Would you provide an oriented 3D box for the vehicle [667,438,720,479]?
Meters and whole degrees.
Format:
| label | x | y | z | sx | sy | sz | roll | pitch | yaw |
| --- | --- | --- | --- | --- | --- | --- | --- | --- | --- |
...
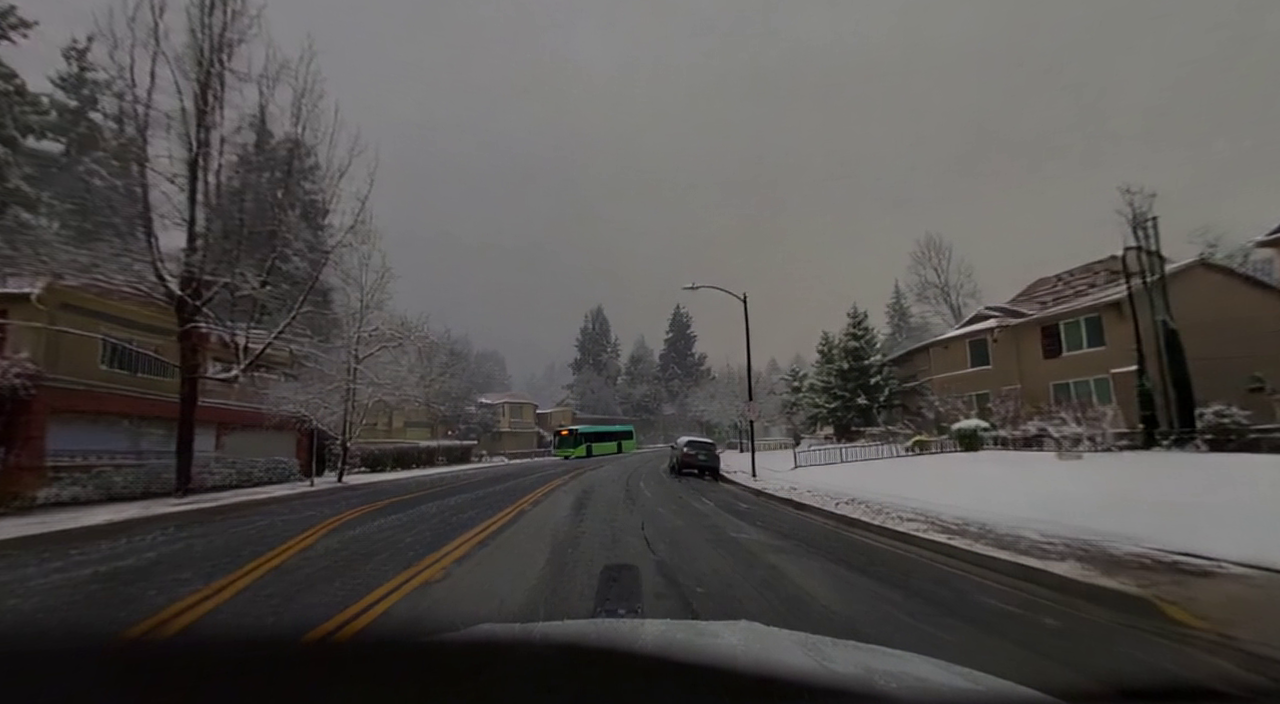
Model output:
| label | x | y | z | sx | sy | sz | roll | pitch | yaw |
| --- | --- | --- | --- | --- | --- | --- | --- | --- | --- |
| vehicle | 2.177 | 4.477 | 26.762 | 1.984 | 1.601 | 3.994 | 0 | -9 | 1 |

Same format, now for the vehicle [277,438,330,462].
| label | x | y | z | sx | sy | sz | roll | pitch | yaw |
| --- | --- | --- | --- | --- | --- | --- | --- | --- | --- |
| vehicle | -26.000 | 7.602 | 49.033 | 2.006 | 1.766 | 4.685 | 1 | -9 | -7 |
